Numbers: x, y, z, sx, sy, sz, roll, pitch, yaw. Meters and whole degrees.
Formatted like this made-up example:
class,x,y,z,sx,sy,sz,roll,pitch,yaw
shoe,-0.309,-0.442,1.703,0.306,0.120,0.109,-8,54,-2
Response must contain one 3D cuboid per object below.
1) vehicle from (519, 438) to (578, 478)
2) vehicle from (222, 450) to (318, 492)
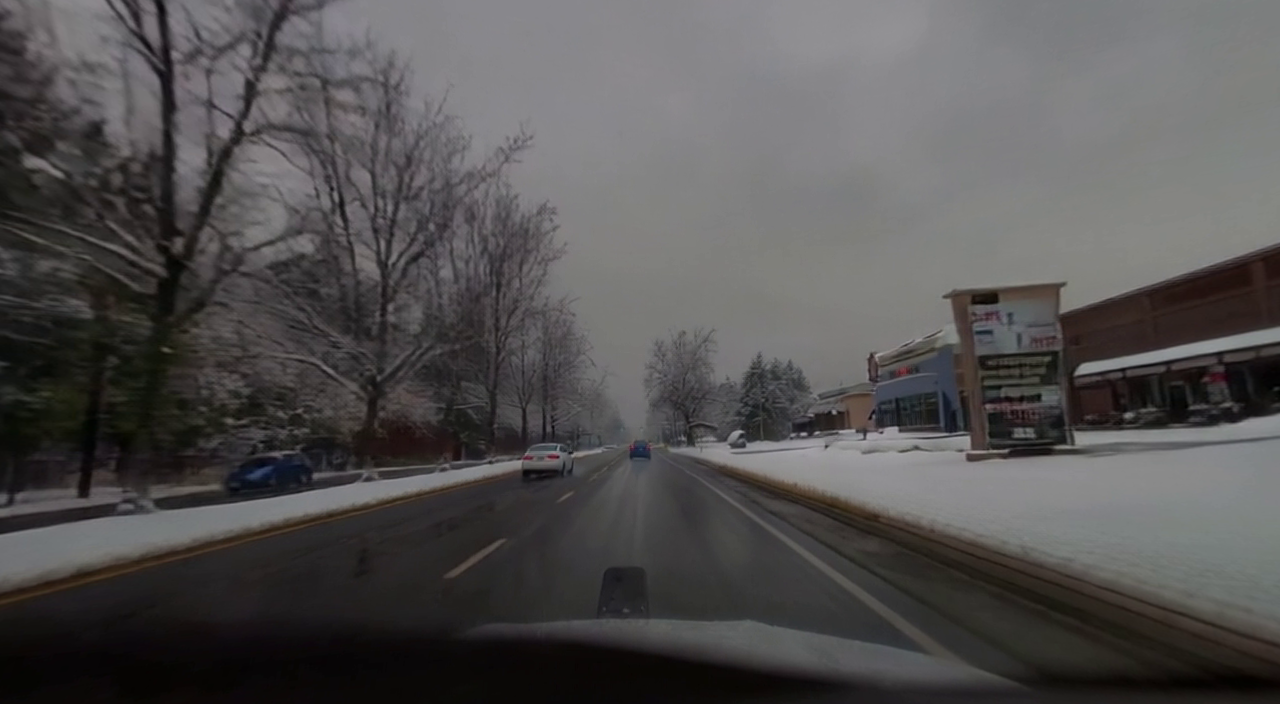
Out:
class,x,y,z,sx,sy,sz,roll,pitch,yaw
vehicle,-4.024,4.721,28.359,1.914,1.630,4.351,0,-8,1
vehicle,-15.692,5.055,27.005,1.783,1.610,3.836,0,-8,-1
